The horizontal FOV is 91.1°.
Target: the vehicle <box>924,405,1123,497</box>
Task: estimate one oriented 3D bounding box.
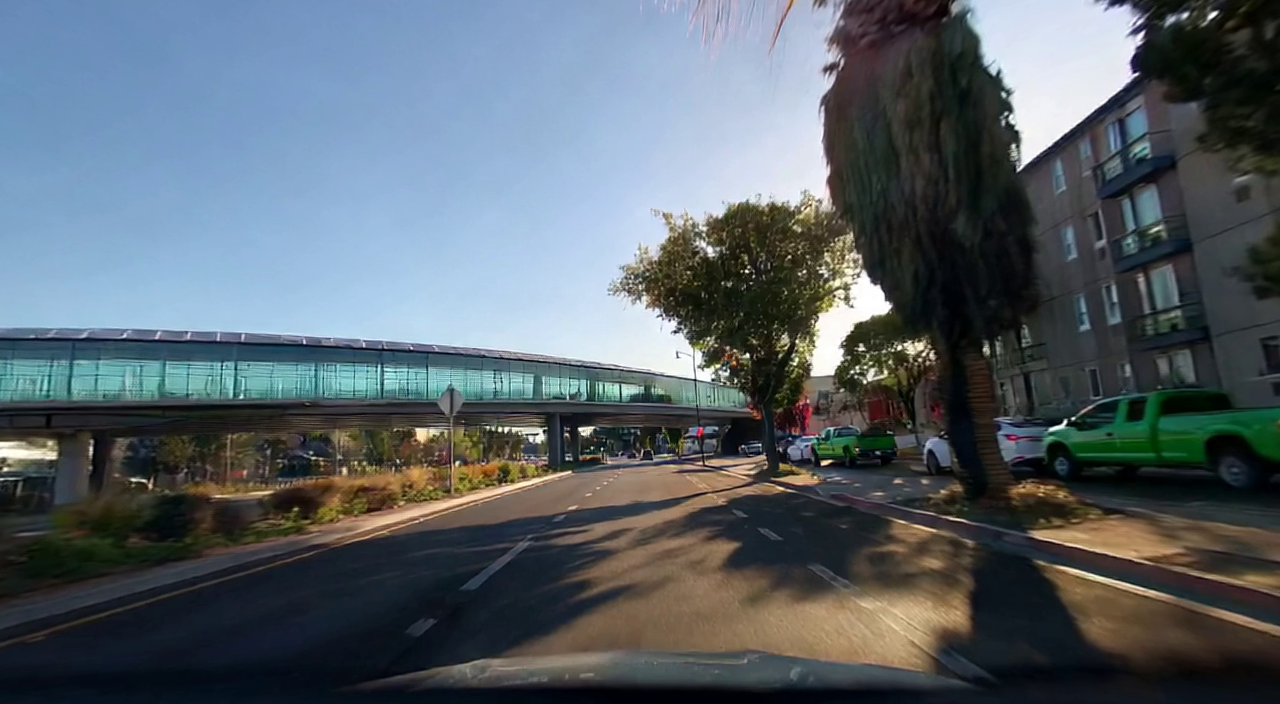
[{"bbox_3d":[10.346,2.751,17.604,2.138,1.805,5.011,-11,-9,-1],"label":"vehicle"}]

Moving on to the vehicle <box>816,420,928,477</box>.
[{"bbox_3d":[10.439,4.468,29.051,2.445,2.272,6.461,-1,-9,-2],"label":"vehicle"}]

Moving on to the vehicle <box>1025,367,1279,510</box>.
[{"bbox_3d":[10.289,1.576,11.962,2.290,1.976,5.520,-9,-9,1],"label":"vehicle"}]
